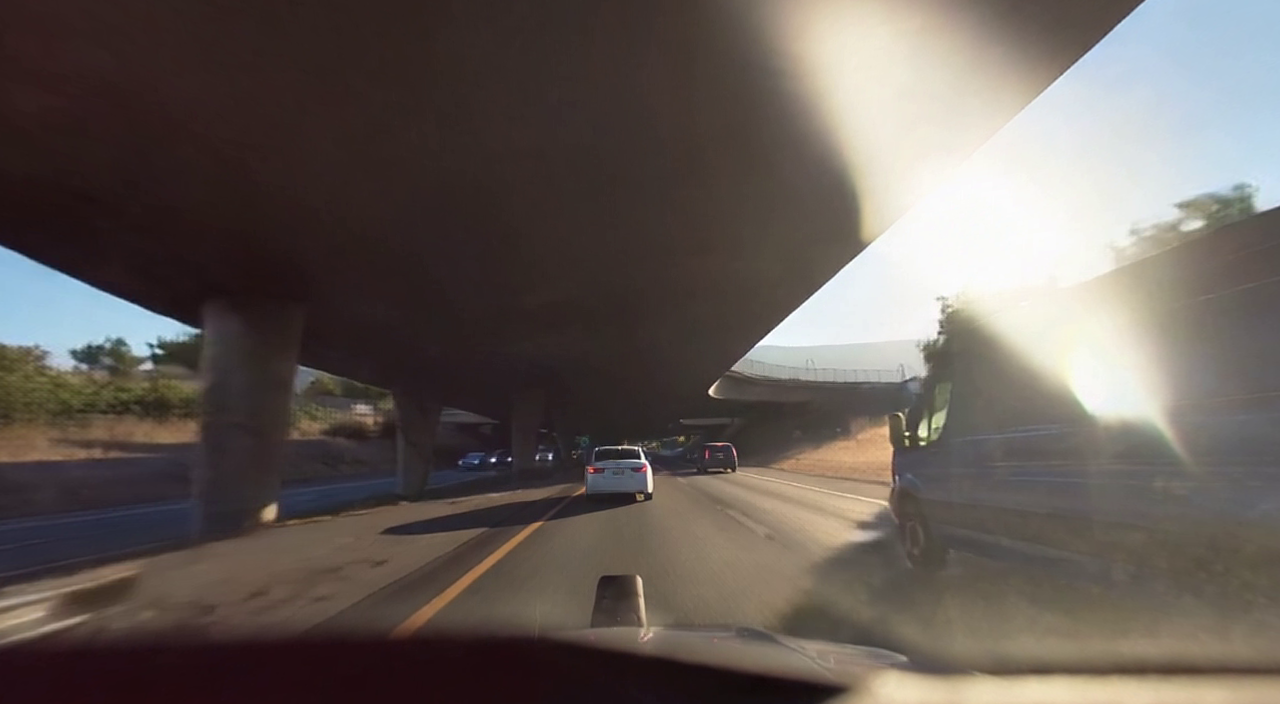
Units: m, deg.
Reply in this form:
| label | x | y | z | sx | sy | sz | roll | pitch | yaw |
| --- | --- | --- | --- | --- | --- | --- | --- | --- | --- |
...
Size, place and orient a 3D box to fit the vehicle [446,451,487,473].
| label | x | y | z | sx | sy | sz | roll | pitch | yaw |
| --- | --- | --- | --- | --- | --- | --- | --- | --- | --- |
| vehicle | -12.916 | 8.192 | 46.819 | 1.853 | 1.507 | 4.226 | 0 | -9 | -1 |

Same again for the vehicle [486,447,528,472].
| label | x | y | z | sx | sy | sz | roll | pitch | yaw |
| --- | --- | --- | --- | --- | --- | --- | --- | --- | --- |
| vehicle | -9.102 | 7.401 | 43.252 | 1.984 | 1.571 | 4.292 | 0 | -9 | 0 |

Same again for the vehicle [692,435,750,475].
| label | x | y | z | sx | sy | sz | roll | pitch | yaw |
| --- | --- | --- | --- | --- | --- | --- | --- | --- | --- |
| vehicle | 4.156 | 5.406 | 33.009 | 2.261 | 1.952 | 4.784 | 0 | -9 | -1 |

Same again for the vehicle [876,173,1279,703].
| label | x | y | z | sx | sy | sz | roll | pitch | yaw |
| --- | --- | --- | --- | --- | --- | --- | --- | --- | --- |
| vehicle | 3.828 | 0.665 | 3.782 | 2.399 | 2.421 | 5.829 | 0 | -9 | -1 |

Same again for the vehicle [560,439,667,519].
| label | x | y | z | sx | sy | sz | roll | pitch | yaw |
| --- | --- | --- | --- | --- | --- | --- | --- | --- | --- |
| vehicle | -0.520 | 2.699 | 13.792 | 2.029 | 1.483 | 3.769 | 0 | -9 | 0 |
